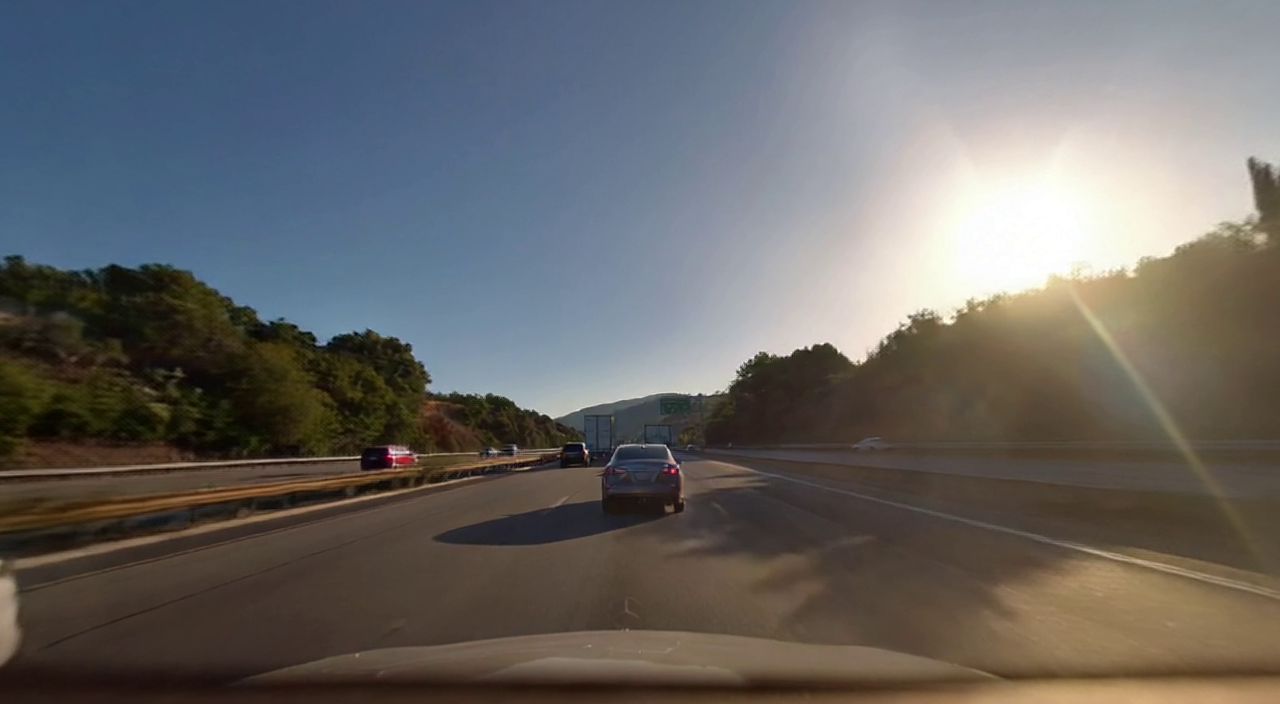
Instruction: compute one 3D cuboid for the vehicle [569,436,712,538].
[{"bbox_3d":[-0.019,2.257,11.103,2.057,1.449,3.931,0,-9,-1],"label":"vehicle"}]
